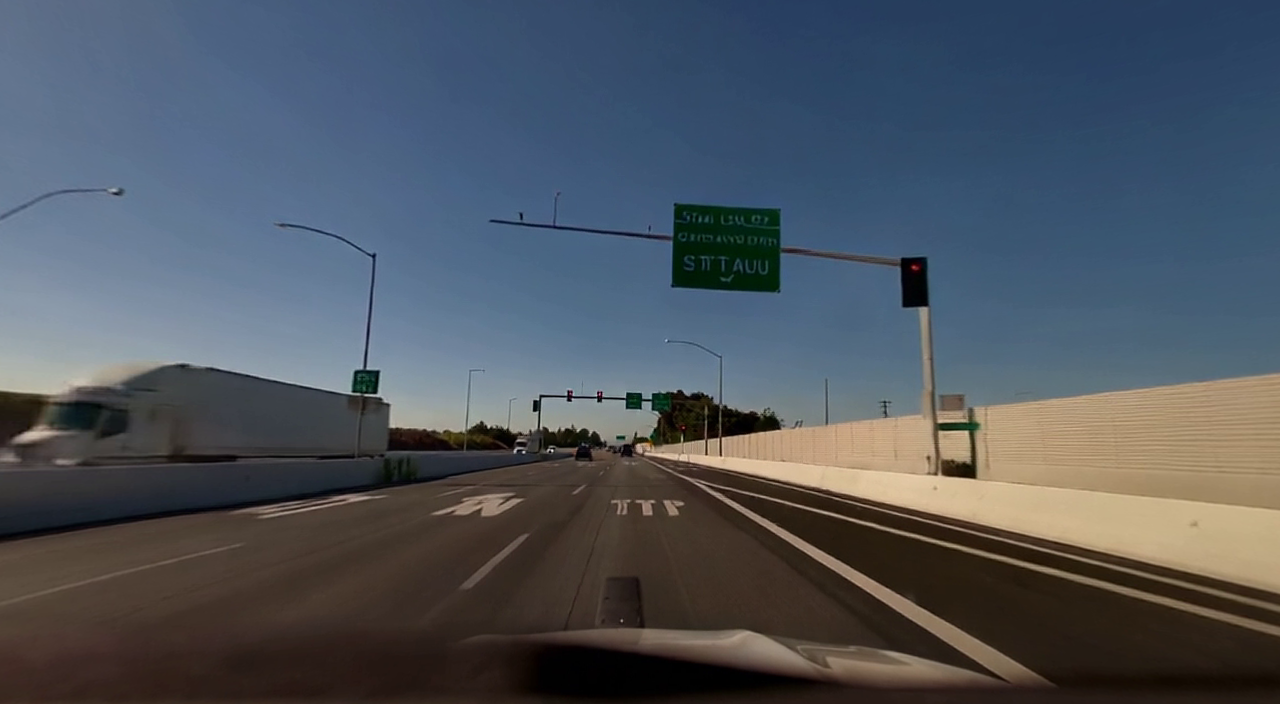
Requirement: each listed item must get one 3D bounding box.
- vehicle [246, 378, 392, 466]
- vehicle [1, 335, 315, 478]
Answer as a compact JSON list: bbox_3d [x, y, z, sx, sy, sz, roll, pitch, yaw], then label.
[{"bbox_3d":[-15.610,3.670,31.683,2.883,3.846,8.312,0,-9,0],"label":"vehicle"},{"bbox_3d":[-15.611,2.236,22.209,2.962,3.855,10.399,0,-9,-1],"label":"vehicle"}]
